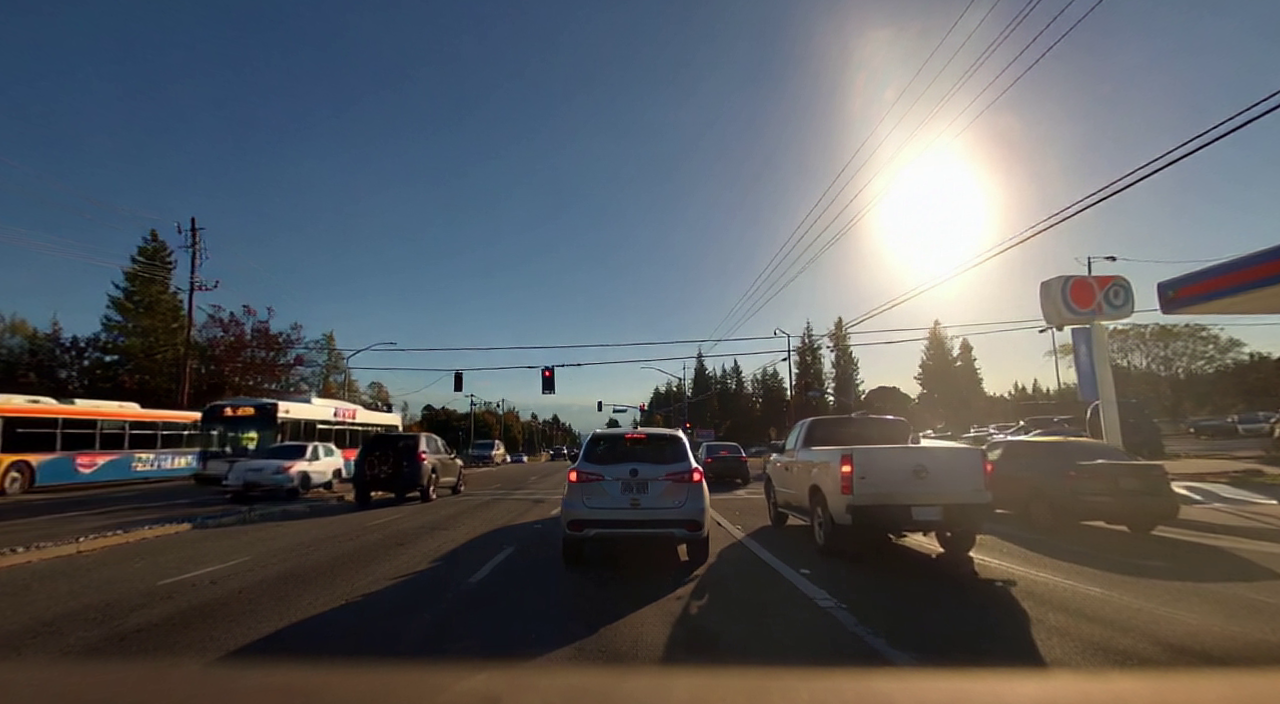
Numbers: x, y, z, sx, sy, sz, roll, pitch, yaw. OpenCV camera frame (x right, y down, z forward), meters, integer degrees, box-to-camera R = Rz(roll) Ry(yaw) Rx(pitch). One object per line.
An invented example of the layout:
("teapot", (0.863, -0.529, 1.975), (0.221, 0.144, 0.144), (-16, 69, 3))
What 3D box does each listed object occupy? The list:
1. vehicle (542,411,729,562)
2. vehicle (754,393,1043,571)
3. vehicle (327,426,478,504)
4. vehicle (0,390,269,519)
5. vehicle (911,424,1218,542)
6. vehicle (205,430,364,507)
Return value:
("vehicle", (-0.104, 1.818, 9.195), (2.087, 1.677, 4.053), (0, -9, -2))
("vehicle", (3.041, 1.642, 8.664), (2.049, 1.813, 4.245), (0, -9, -1))
("vehicle", (-6.204, 3.018, 17.319), (2.190, 1.795, 4.993), (0, -9, 0))
("vehicle", (-18.902, 3.674, 23.012), (3.010, 3.475, 12.655), (0, -9, 0))
("vehicle", (6.445, 2.024, 10.442), (1.829, 1.494, 4.552), (0, -8, -1))
("vehicle", (-10.219, 3.365, 18.693), (2.163, 1.812, 4.686), (-4, -8, -2))
